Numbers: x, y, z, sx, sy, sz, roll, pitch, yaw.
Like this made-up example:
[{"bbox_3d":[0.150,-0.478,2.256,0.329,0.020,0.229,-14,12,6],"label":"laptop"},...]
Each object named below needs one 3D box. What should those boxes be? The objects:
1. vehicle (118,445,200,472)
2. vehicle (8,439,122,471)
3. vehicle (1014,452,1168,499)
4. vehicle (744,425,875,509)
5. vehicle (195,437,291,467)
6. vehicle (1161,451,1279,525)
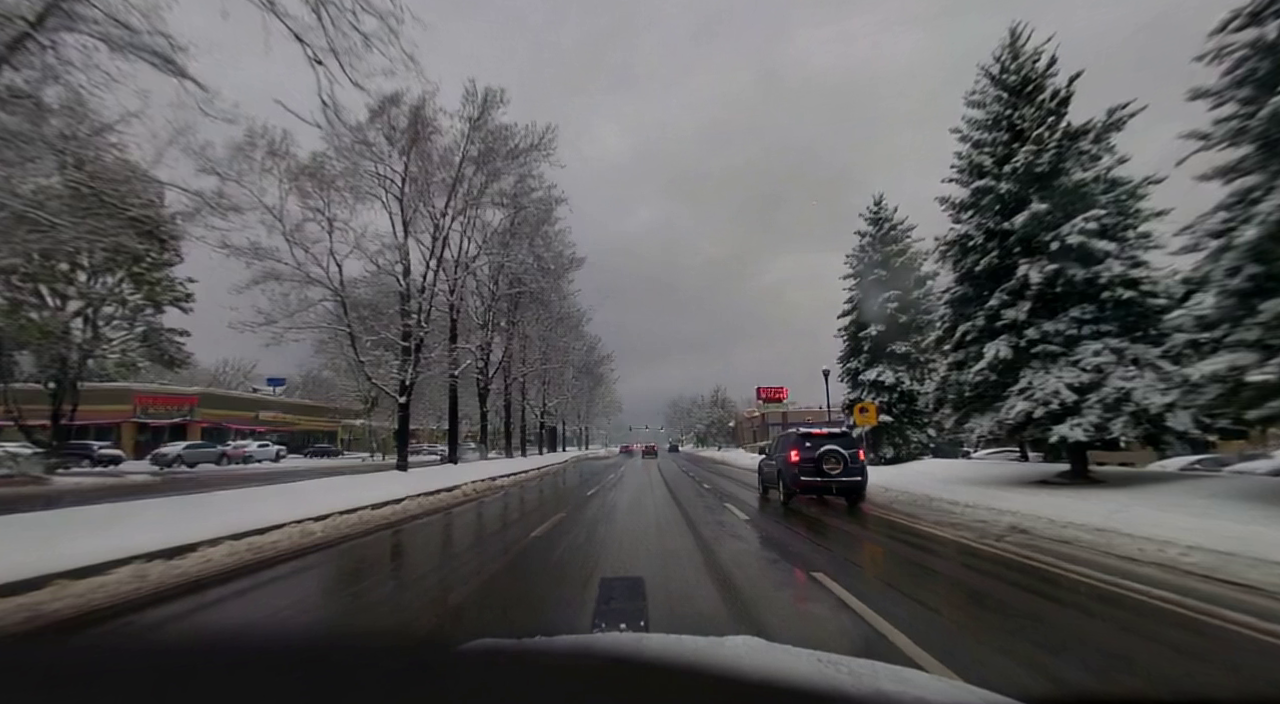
[{"bbox_3d":[-31.099,6.881,40.909,1.886,1.606,4.230,0,-8,1],"label":"vehicle"},{"bbox_3d":[-36.535,6.526,40.302,2.119,1.884,5.390,0,-8,1],"label":"vehicle"},{"bbox_3d":[17.691,4.851,24.936,4.433,1.729,2.033,0,-9,3],"label":"vehicle"},{"bbox_3d":[4.017,2.803,15.809,2.024,1.773,4.431,0,-8,0],"label":"vehicle"},{"bbox_3d":[-28.227,7.123,45.232,2.344,1.946,6.771,-1,-8,2],"label":"vehicle"},{"bbox_3d":[17.175,3.539,16.631,4.813,1.797,2.055,-1,-9,5],"label":"vehicle"}]
